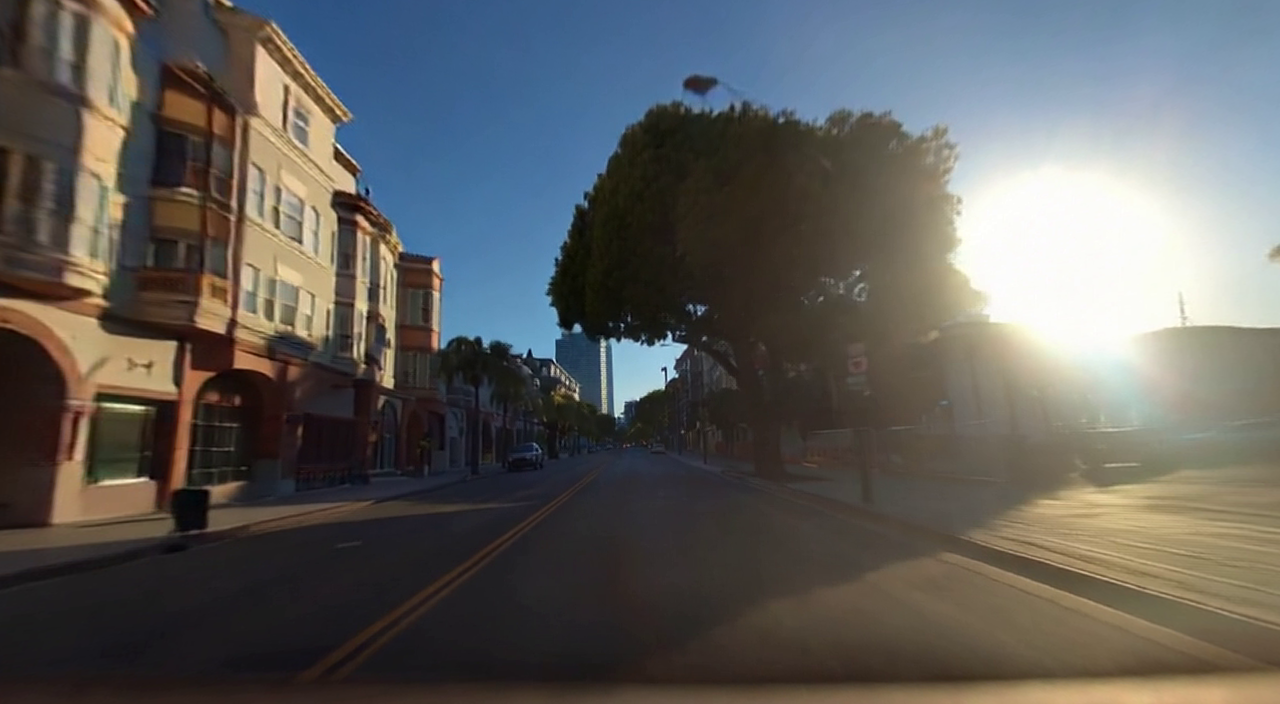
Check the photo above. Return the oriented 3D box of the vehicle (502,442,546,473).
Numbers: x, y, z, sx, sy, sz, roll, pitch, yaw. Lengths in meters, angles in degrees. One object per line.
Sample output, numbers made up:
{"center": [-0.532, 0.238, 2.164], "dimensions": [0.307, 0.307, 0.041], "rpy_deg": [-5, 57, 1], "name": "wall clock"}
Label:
{"center": [-6.915, 6.344, 38.080], "dimensions": [1.946, 1.640, 4.430], "rpy_deg": [-2, -9, -1], "name": "vehicle"}
